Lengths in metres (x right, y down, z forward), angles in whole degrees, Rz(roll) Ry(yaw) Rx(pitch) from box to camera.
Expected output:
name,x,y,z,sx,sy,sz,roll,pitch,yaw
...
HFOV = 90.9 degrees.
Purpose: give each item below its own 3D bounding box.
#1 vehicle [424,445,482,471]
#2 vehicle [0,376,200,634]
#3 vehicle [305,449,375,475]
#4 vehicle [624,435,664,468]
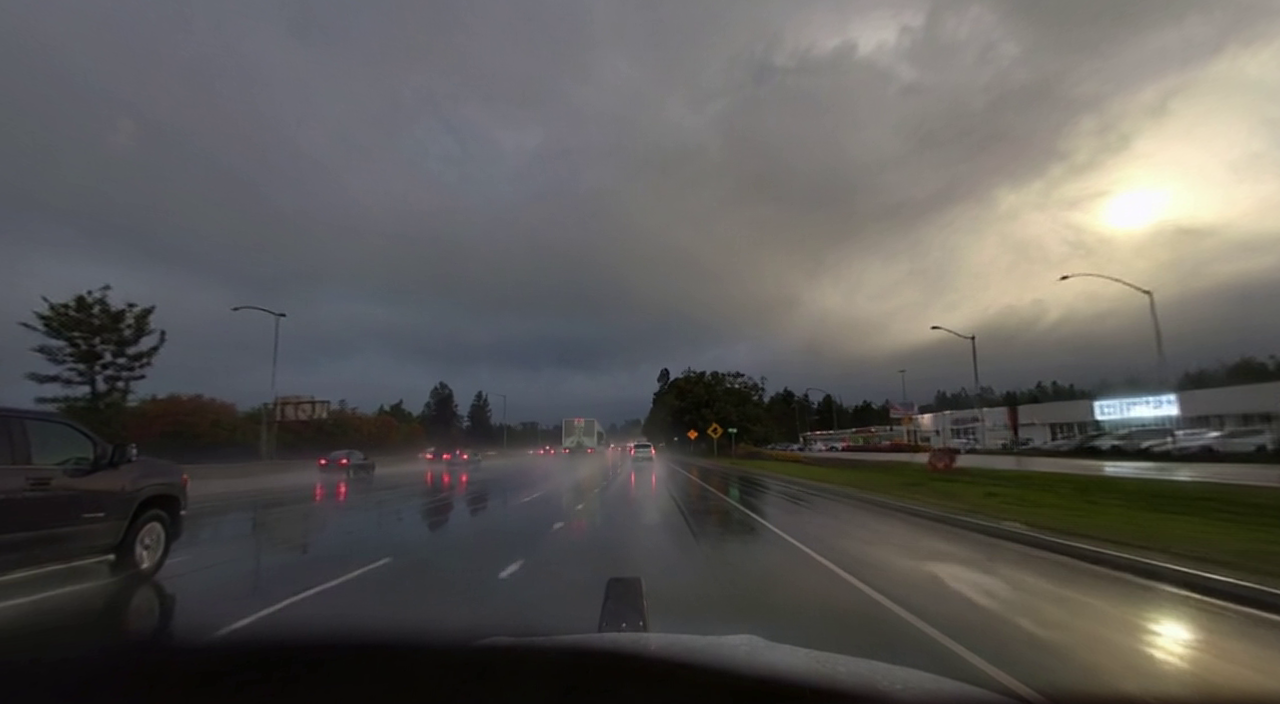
name,x,y,z,sx,sy,sz,roll,pitch,yaw
vehicle,-11.400,6.456,38.749,1.928,1.480,4.823,0,-8,2
vehicle,-5.625,1.011,3.998,2.200,1.793,4.586,0,-8,2
vehicle,-18.699,6.880,39.604,1.899,1.478,4.640,0,-8,3
vehicle,0.277,5.913,37.604,2.227,1.794,4.646,0,-8,1
